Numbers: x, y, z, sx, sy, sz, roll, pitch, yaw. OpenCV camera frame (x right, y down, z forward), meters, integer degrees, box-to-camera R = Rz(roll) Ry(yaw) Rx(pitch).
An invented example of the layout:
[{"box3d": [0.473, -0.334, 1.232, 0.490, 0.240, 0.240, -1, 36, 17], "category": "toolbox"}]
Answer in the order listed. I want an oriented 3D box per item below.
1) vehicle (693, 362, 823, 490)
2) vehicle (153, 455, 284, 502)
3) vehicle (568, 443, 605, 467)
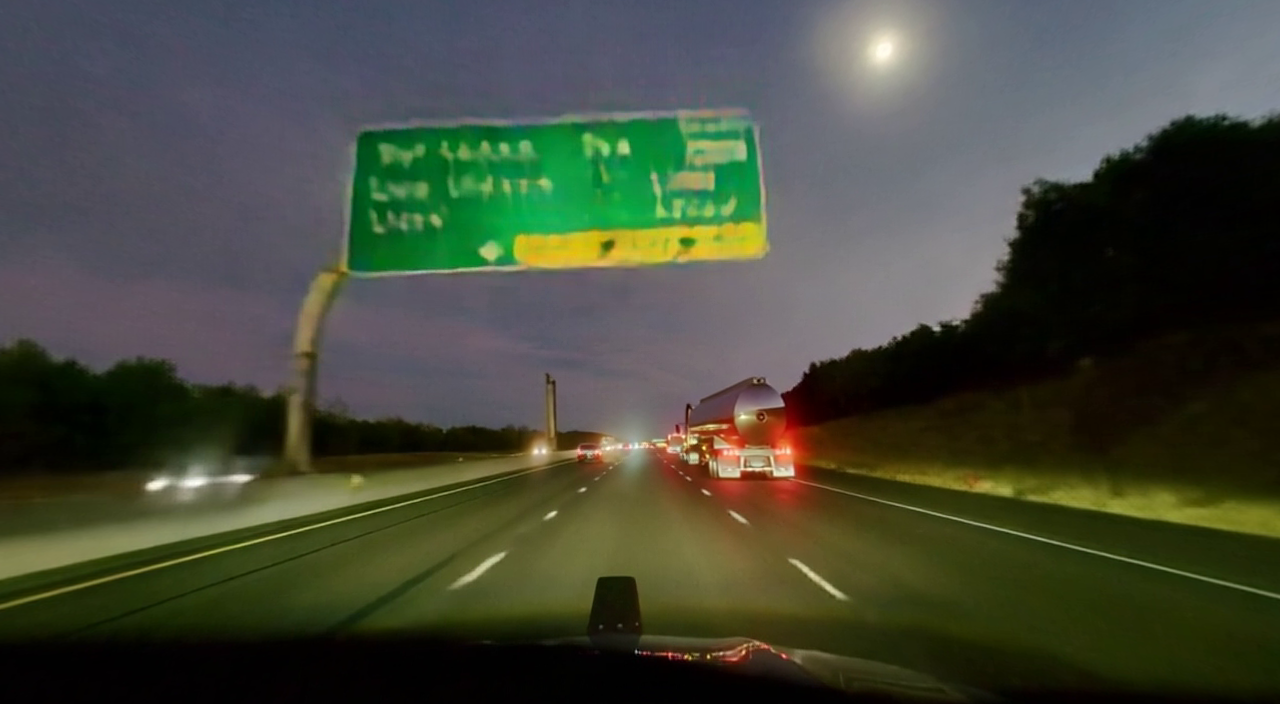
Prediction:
[{"box3d": [3.871, 2.890, 23.448, 2.759, 3.734, 9.708, 0, -9, -1], "category": "vehicle"}, {"box3d": [-14.688, 4.400, 22.298, 1.806, 1.456, 4.009, 0, -9, 0], "category": "vehicle"}, {"box3d": [-3.396, 6.633, 40.667, 1.986, 1.458, 4.506, 0, -9, 0], "category": "vehicle"}]
